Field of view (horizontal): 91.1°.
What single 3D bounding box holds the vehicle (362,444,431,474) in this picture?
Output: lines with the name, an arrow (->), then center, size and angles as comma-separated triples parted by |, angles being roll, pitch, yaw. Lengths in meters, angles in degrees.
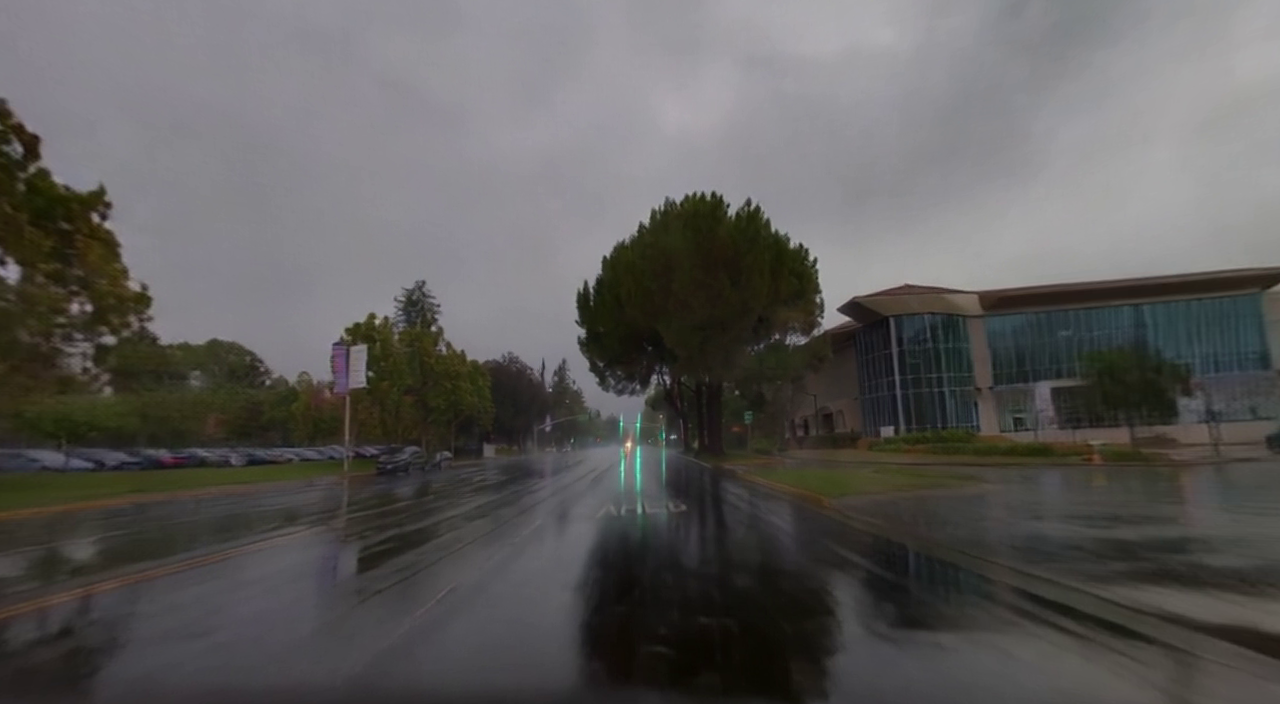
vehicle -> -17.311, 7.626, 45.054 | 2.617, 1.997, 5.830 | 0, -9, 0
